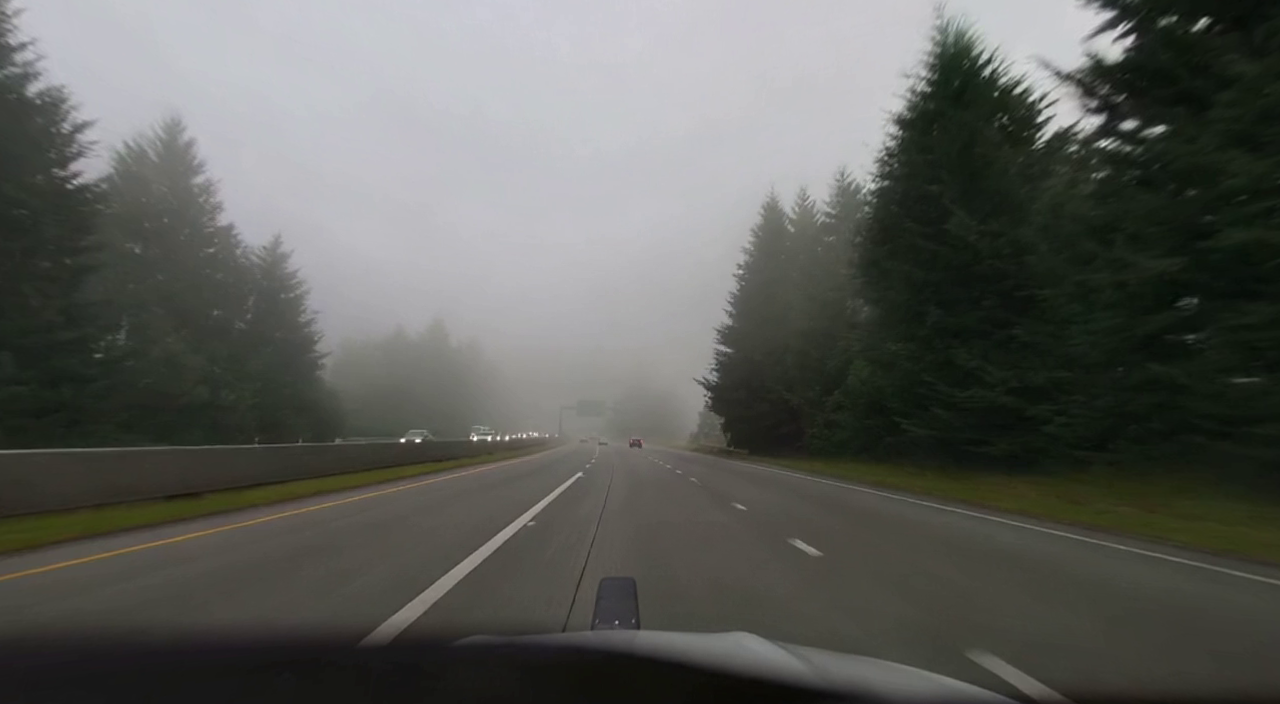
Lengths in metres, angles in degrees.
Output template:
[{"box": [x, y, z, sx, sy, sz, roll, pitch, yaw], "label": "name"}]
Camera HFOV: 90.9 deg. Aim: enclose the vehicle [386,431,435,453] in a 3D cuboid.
[{"box": [-16.436, 6.489, 45.390, 1.951, 1.470, 4.535, 0, -8, -1], "label": "vehicle"}]
